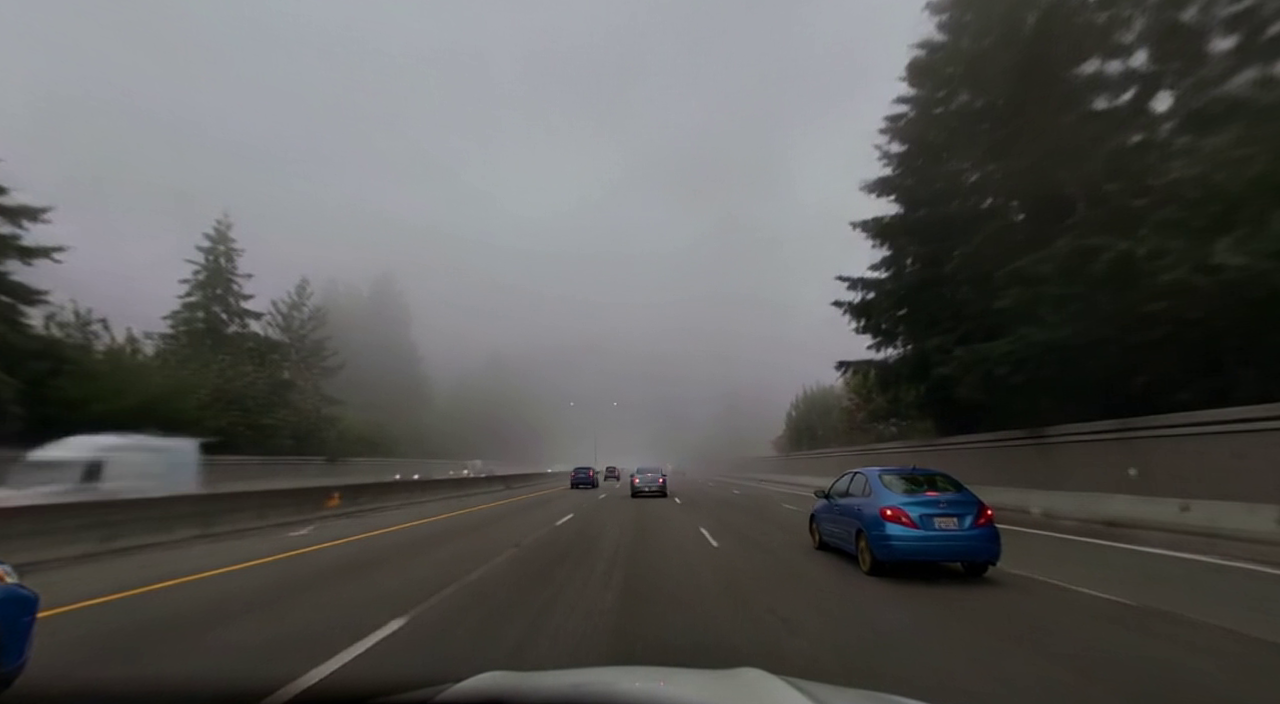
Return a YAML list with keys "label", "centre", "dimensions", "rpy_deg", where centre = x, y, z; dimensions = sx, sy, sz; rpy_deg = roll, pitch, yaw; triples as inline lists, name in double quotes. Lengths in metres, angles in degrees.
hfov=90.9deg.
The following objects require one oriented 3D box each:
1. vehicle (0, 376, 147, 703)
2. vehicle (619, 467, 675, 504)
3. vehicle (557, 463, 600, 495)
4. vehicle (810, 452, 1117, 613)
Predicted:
- label: "vehicle"
  centre: [-3.971, 0.681, 1.493]
  dimensions: [1.999, 1.659, 4.340]
  rpy_deg: [1, -10, 0]
- label: "vehicle"
  centre: [0.301, 5.758, 27.392]
  dimensions: [2.241, 1.425, 3.973]
  rpy_deg: [1, -10, 1]
- label: "vehicle"
  centre: [-3.593, 7.530, 37.569]
  dimensions: [2.021, 1.706, 4.247]
  rpy_deg: [0, -10, 1]
- label: "vehicle"
  centre: [3.756, 2.156, 8.253]
  dimensions: [1.938, 1.561, 3.786]
  rpy_deg: [1, -10, -1]
